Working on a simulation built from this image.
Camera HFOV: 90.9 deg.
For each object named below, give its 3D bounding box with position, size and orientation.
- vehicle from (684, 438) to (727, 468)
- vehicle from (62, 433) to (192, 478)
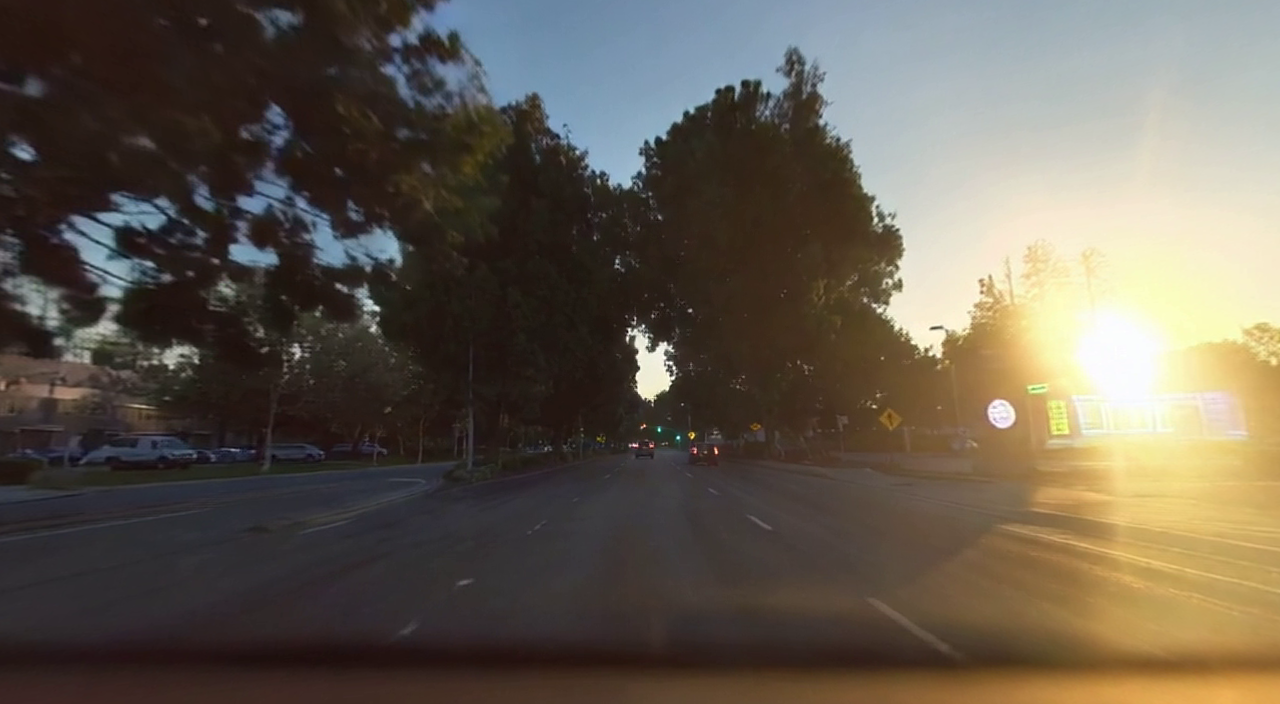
[{"bbox_3d":[3.828,5.986,37.555,2.007,1.683,4.171,0,-8,-1],"label":"vehicle"},{"bbox_3d":[-32.693,6.595,40.342,6.090,2.737,2.475,-1,-8,1],"label":"vehicle"}]
